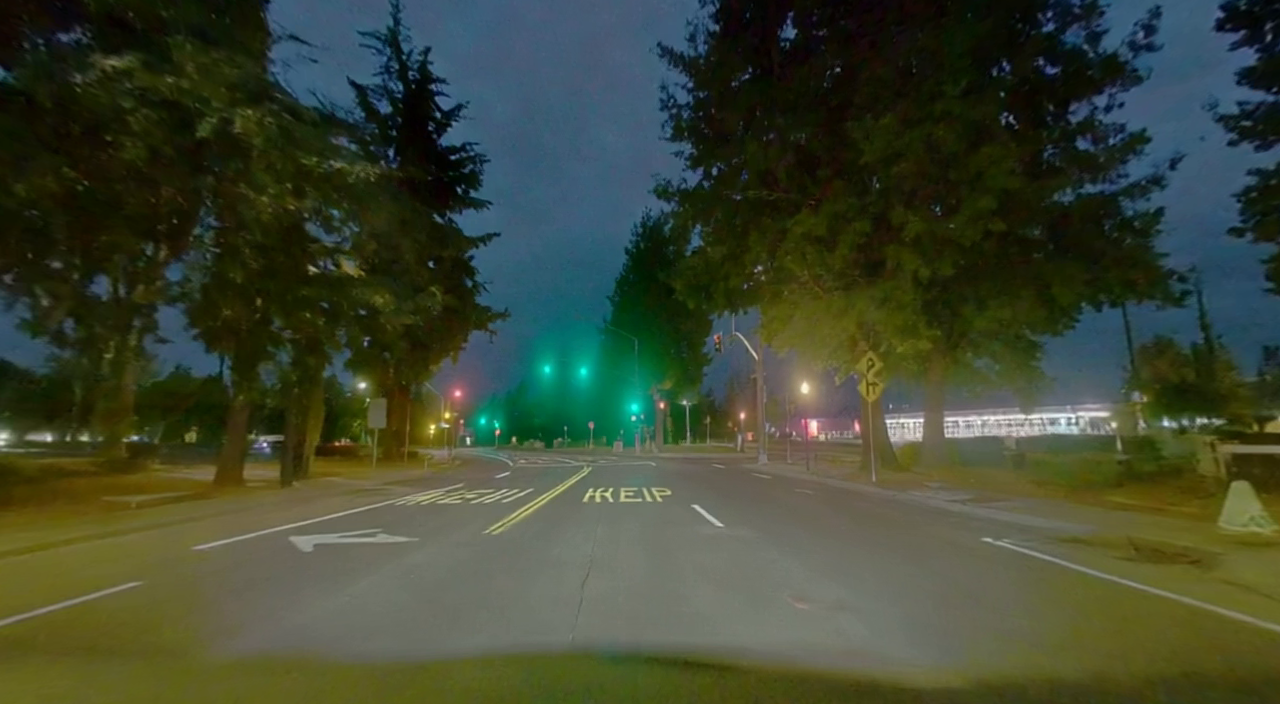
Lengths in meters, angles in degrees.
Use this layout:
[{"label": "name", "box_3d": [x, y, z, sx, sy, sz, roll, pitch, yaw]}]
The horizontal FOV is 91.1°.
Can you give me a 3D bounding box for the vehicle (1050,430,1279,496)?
[{"label": "vehicle", "box_3d": [13.044, 2.675, 15.349, 4.484, 1.443, 2.094, -1, -9, 10]}]
